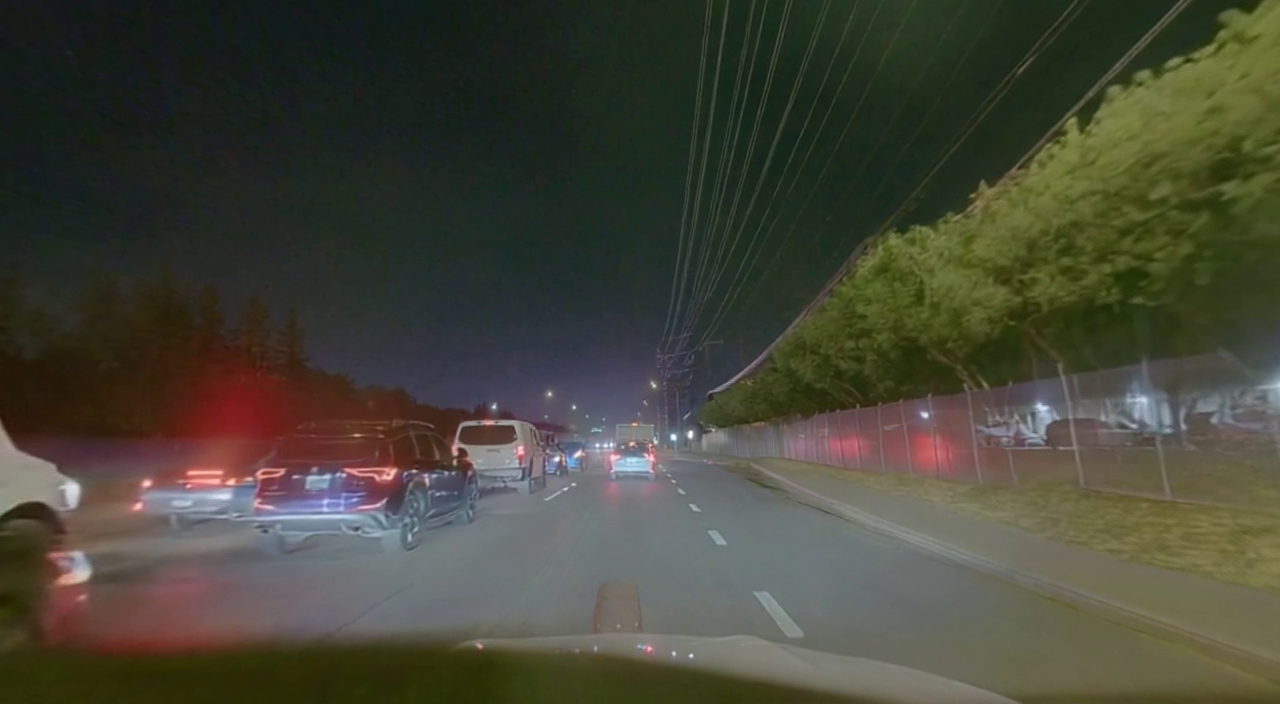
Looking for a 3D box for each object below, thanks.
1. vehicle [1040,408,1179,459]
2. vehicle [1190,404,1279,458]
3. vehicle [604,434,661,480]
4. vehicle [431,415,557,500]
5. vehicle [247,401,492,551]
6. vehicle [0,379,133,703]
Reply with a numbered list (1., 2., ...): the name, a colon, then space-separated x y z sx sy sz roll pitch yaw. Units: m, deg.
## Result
1. vehicle: 32.778 5.772 44.167 7.142 3.385 2.919 0 -10 2
2. vehicle: 40.585 4.943 40.384 7.613 2.990 2.868 -5 -8 -2
3. vehicle: -0.273 4.111 24.931 2.055 1.671 4.147 0 -8 0
4. vehicle: -3.865 2.937 17.932 2.254 1.996 5.685 0 -8 0
5. vehicle: -3.935 1.890 10.262 1.956 1.865 4.624 0 -8 -1
6. vehicle: -3.946 0.728 1.379 2.014 1.637 4.382 0 -8 -1
